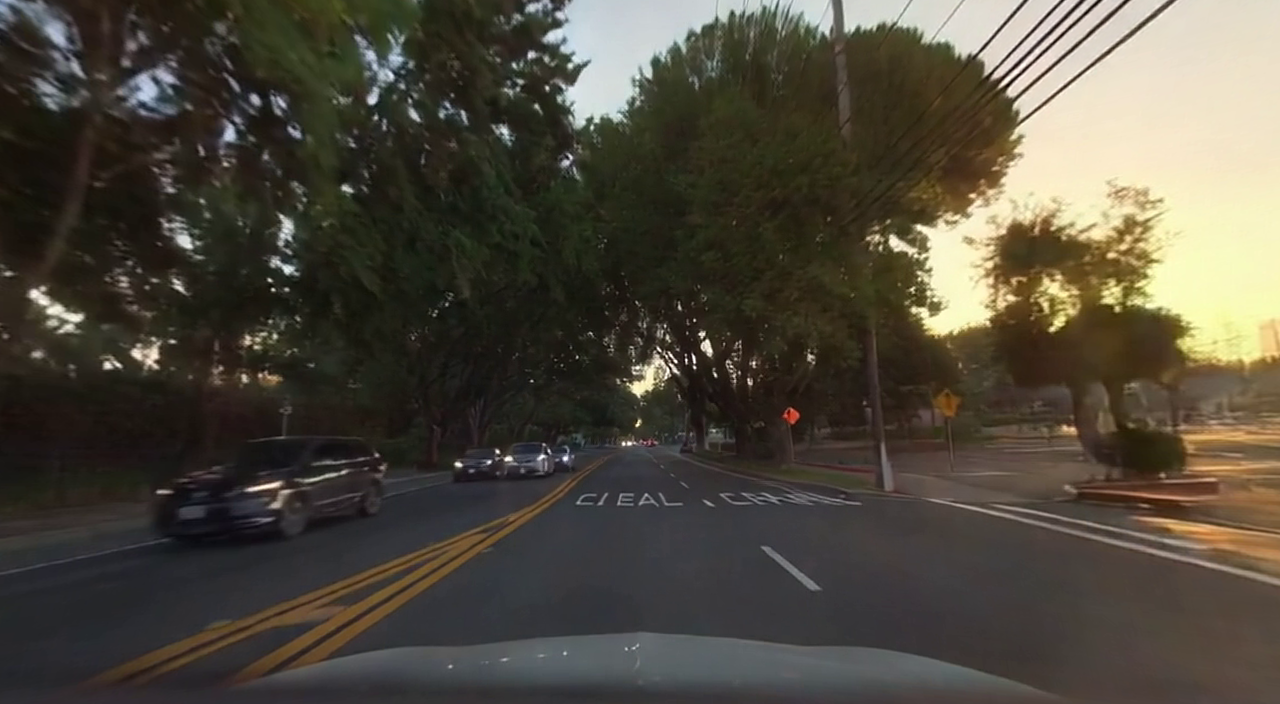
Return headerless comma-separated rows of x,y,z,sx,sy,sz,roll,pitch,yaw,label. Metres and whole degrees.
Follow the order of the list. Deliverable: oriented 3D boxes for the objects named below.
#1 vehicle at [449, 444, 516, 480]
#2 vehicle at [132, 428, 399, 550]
-7.270,5.129,29.683,2.056,1.516,4.386,0,-9,0,vehicle
-6.217,2.290,11.322,2.157,1.711,4.460,0,-9,-2,vehicle
